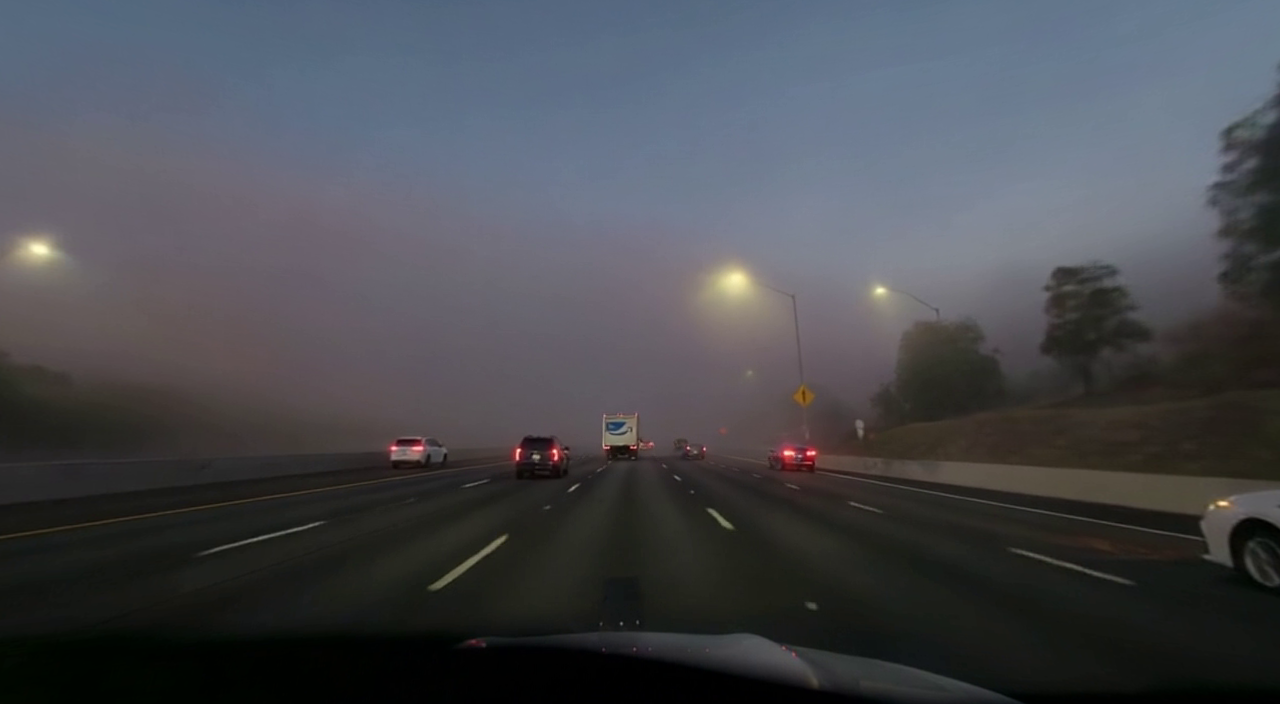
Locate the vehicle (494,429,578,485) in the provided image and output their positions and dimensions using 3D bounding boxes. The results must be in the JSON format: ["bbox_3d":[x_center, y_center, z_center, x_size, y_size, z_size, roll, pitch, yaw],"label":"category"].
[{"bbox_3d":[-3.405,3.536,21.497,2.095,1.688,4.188,0,-8,1],"label":"vehicle"}]

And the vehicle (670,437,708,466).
[{"bbox_3d":[2.996,6.153,38.971,2.067,1.654,3.985,0,-8,1],"label":"vehicle"}]

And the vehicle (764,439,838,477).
[{"bbox_3d":[6.977,4.648,27.848,1.970,1.499,4.491,1,-8,-2],"label":"vehicle"}]

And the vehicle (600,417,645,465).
[{"bbox_3d":[-0.966,5.502,38.783,2.456,2.705,6.251,0,-8,1],"label":"vehicle"}]

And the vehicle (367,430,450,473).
[{"bbox_3d":[-10.146,4.404,27.968,2.023,1.739,4.229,0,-8,0],"label":"vehicle"}]
